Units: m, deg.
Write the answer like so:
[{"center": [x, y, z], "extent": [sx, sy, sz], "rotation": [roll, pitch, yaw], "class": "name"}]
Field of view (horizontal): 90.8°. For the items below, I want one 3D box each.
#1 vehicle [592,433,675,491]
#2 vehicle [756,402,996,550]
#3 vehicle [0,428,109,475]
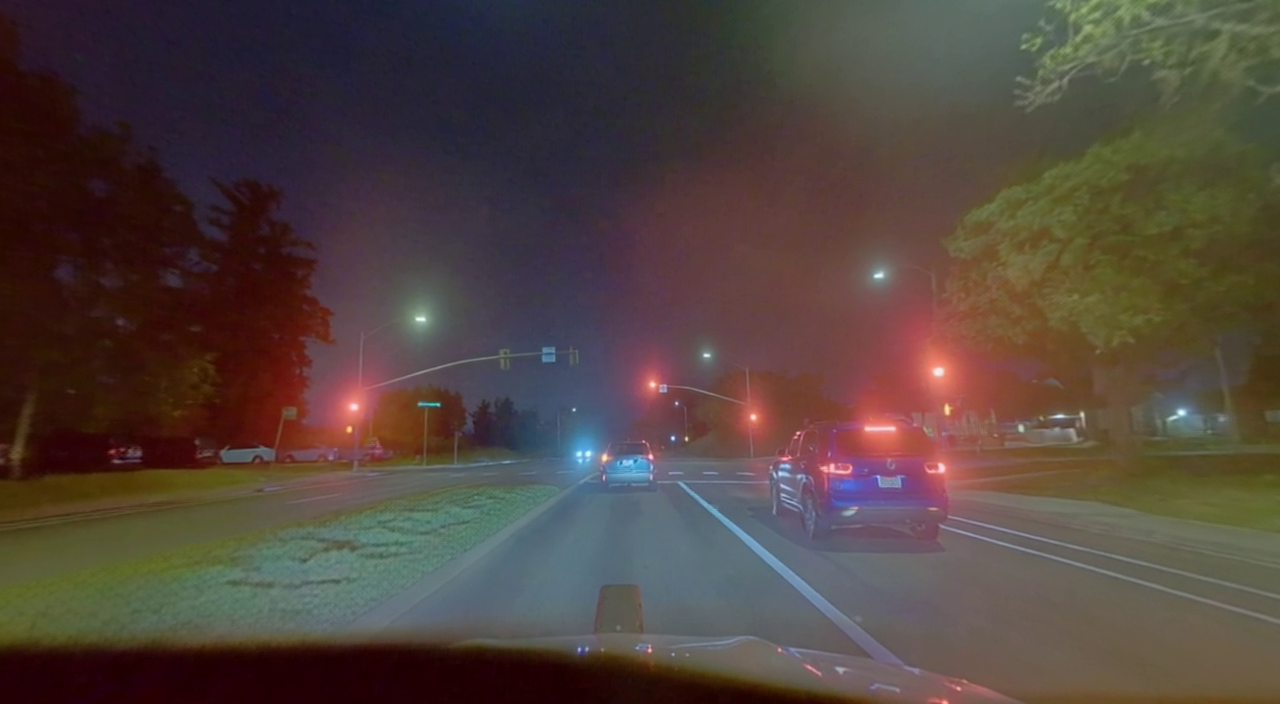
[{"center": [-0.186, 3.261, 19.076], "extent": [2.177, 1.512, 4.682], "rotation": [0, -9, 0], "class": "vehicle"}, {"center": [3.240, 1.818, 9.835], "extent": [2.046, 1.768, 4.370], "rotation": [0, -9, 0], "class": "vehicle"}, {"center": [-28.972, 4.734, 30.019], "extent": [5.335, 2.076, 2.209], "rotation": [3, -10, -33], "class": "vehicle"}]
